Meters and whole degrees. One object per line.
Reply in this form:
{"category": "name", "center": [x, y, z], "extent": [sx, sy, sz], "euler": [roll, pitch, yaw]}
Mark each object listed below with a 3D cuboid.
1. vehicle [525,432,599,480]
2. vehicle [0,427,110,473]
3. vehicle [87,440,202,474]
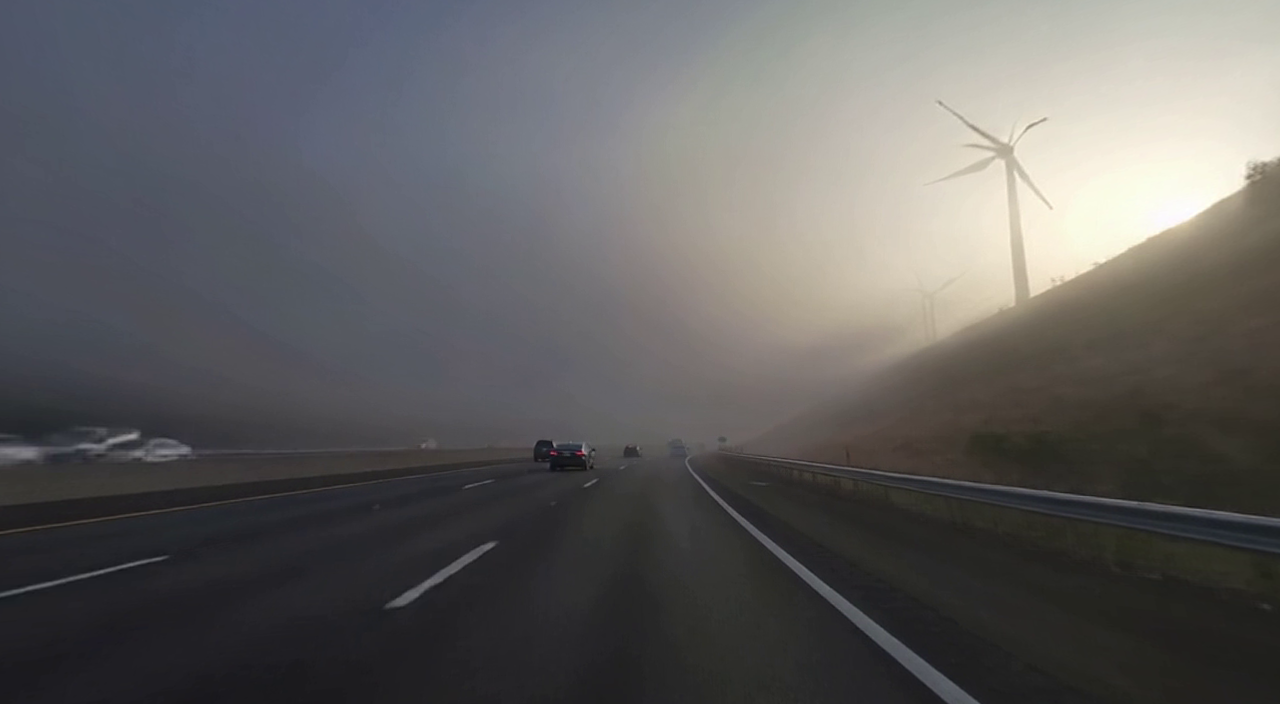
{"category": "vehicle", "center": [-2.950, 4.050, 24.823], "extent": [2.118, 1.702, 4.355], "euler": [0, -9, 3]}
{"category": "vehicle", "center": [-27.891, 4.451, 28.685], "extent": [2.221, 1.888, 5.929], "euler": [0, -9, 2]}
{"category": "vehicle", "center": [-23.946, 5.088, 30.685], "extent": [1.912, 1.493, 4.389], "euler": [0, -9, 3]}
